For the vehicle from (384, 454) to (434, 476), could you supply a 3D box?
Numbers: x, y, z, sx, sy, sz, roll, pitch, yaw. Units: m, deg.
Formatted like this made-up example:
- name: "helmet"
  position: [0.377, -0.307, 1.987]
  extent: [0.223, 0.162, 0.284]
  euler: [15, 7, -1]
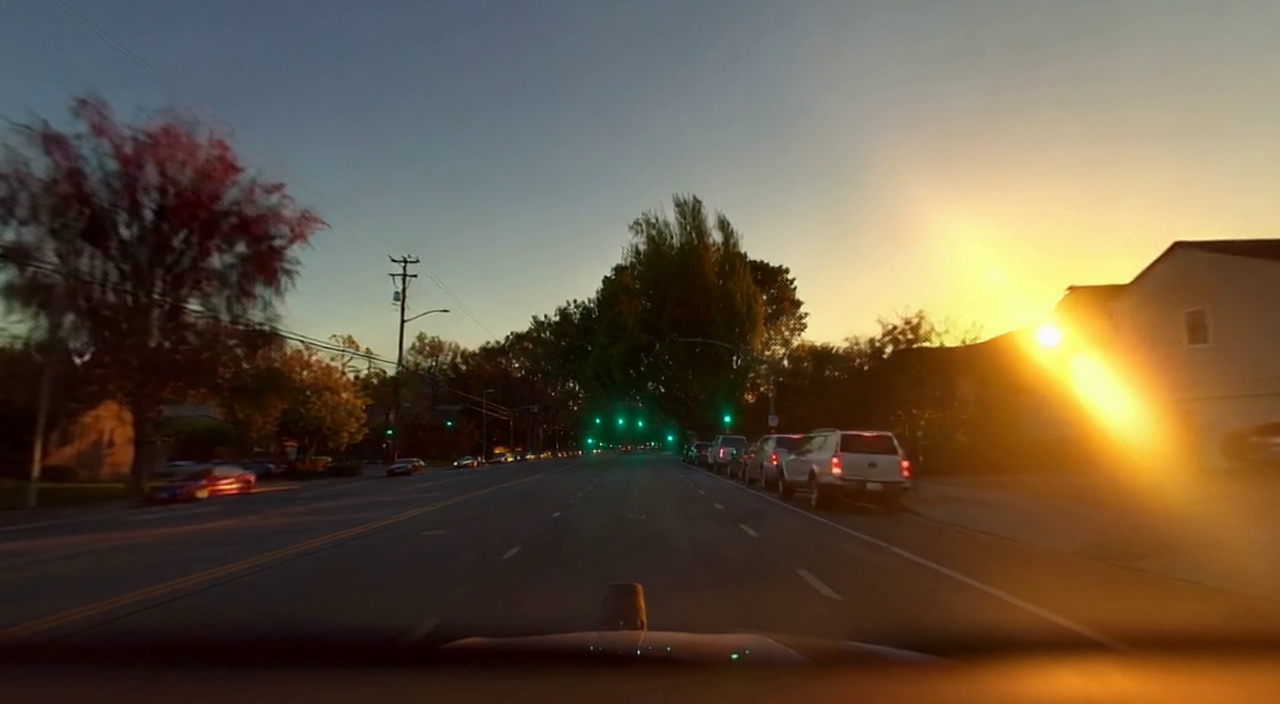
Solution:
- name: "vehicle"
  position: [-17.537, 8.610, 48.203]
  extent: [2.039, 1.508, 4.613]
  euler: [-1, -9, 2]

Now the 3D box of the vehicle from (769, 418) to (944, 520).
- name: "vehicle"
  position: [4.495, 2.530, 14.182]
  extent: [2.078, 1.837, 5.088]
  euler: [0, -9, 0]

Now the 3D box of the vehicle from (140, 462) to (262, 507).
- name: "vehicle"
  position: [-17.645, 5.303, 25.681]
  extent: [1.831, 1.428, 4.456]
  euler: [-3, -9, -1]
